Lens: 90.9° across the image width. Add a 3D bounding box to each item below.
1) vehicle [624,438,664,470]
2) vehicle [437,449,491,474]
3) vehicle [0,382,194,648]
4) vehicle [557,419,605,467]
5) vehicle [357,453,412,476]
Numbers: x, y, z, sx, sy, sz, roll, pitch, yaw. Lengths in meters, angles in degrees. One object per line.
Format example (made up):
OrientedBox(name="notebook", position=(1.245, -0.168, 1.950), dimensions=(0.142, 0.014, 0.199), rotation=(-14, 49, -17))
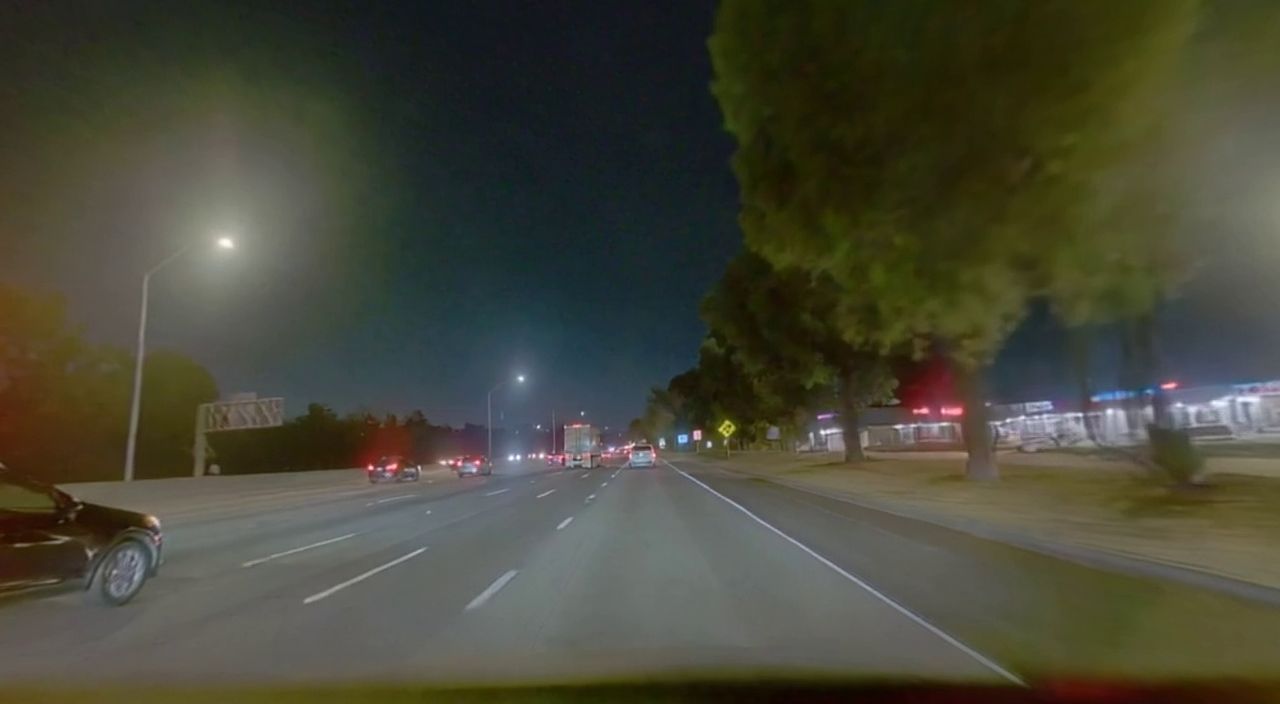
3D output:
OrientedBox(name="vehicle", position=(0.223, 6.057, 37.641), dimensions=(2.227, 1.794, 4.646), rotation=(0, -8, 1))
OrientedBox(name="vehicle", position=(-11.264, 6.997, 40.671), dimensions=(1.928, 1.480, 4.823), rotation=(-1, -8, 2))
OrientedBox(name="vehicle", position=(-5.485, 1.028, 3.725), dimensions=(2.200, 1.793, 4.586), rotation=(-1, -8, 2))
OrientedBox(name="vehicle", position=(-4.473, 7.204, 49.830), dimensions=(2.796, 3.426, 8.553), rotation=(-1, -8, 1))
OrientedBox(name="vehicle", position=(-18.422, 8.123, 45.699), dimensions=(1.899, 1.478, 4.640), rotation=(-1, -8, 3))
